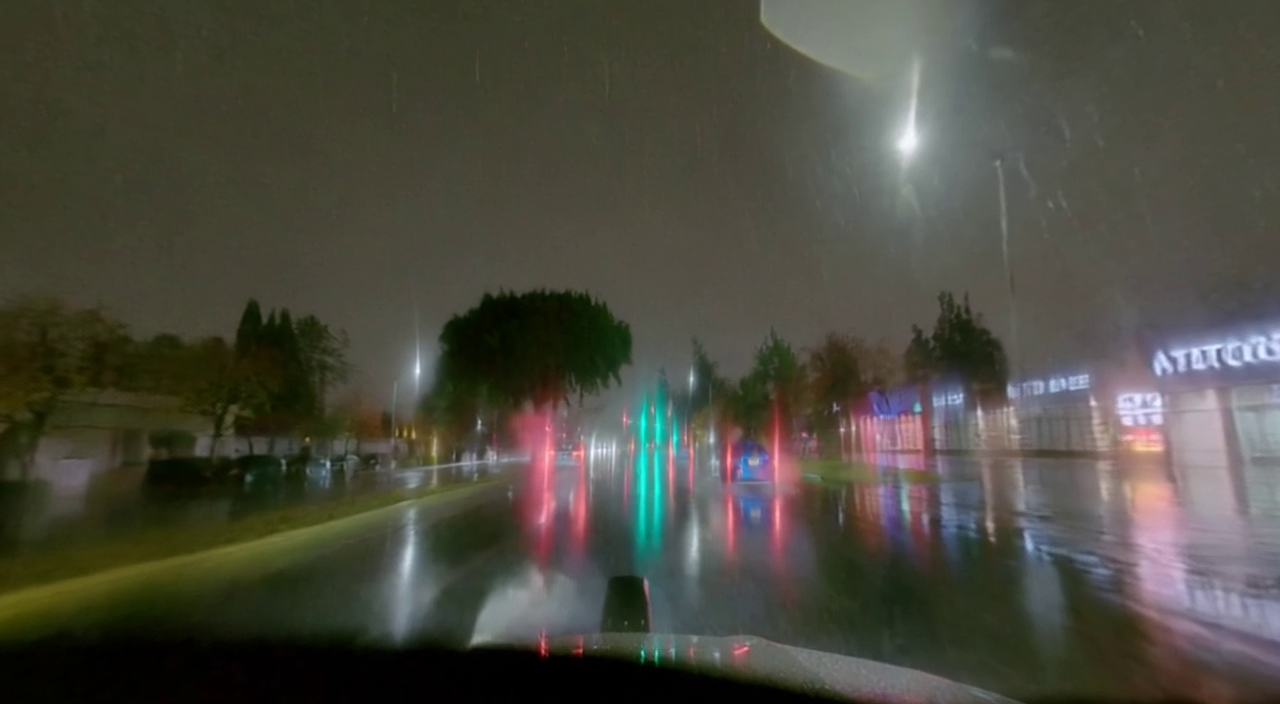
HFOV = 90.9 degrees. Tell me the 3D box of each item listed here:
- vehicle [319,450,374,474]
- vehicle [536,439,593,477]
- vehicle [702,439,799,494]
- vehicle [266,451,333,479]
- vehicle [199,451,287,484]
[{"bbox_3d":[-22.266,8.360,48.003,1.887,1.669,4.753,0,-8,1],"label":"vehicle"},{"bbox_3d":[-3.409,4.888,29.332,2.113,1.626,4.129,0,-8,1],"label":"vehicle"},{"bbox_3d":[3.173,3.391,19.103,2.083,1.474,4.360,0,-8,-1],"label":"vehicle"},{"bbox_3d":[-22.372,7.424,41.622,1.794,1.664,4.582,0,-8,1],"label":"vehicle"},{"bbox_3d":[-22.511,6.549,35.958,1.918,1.698,4.581,0,-8,1],"label":"vehicle"}]
